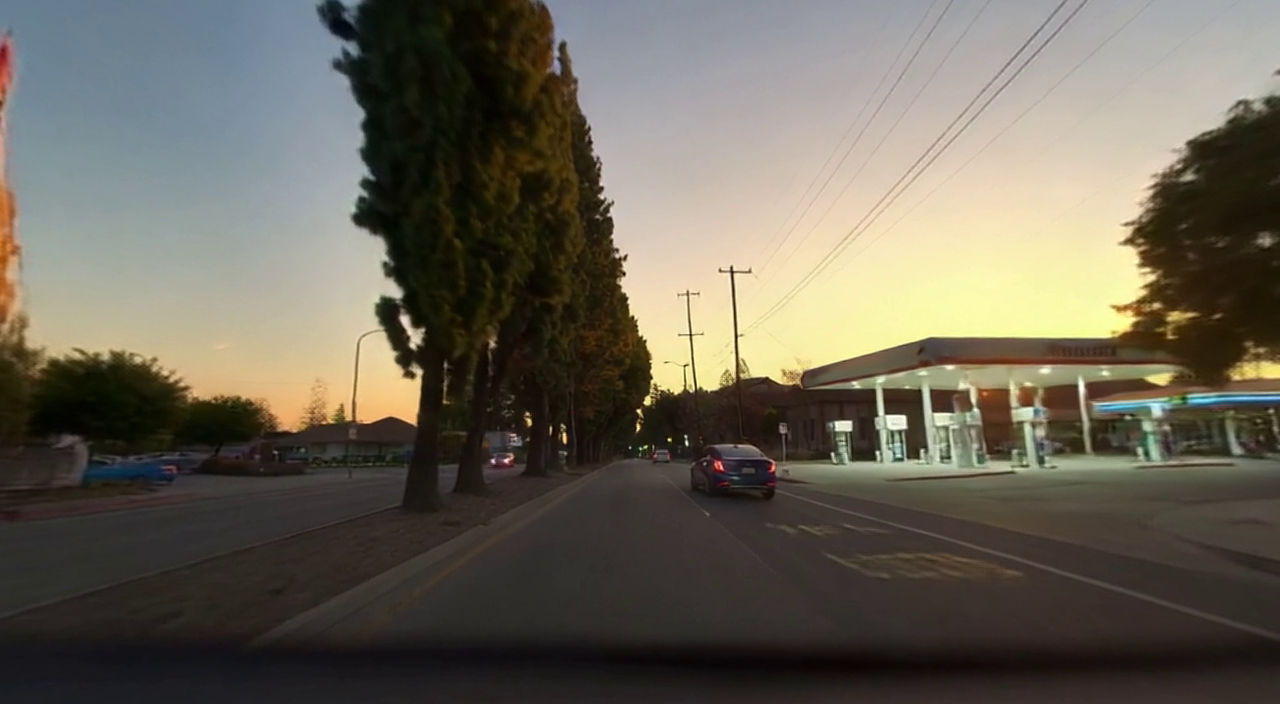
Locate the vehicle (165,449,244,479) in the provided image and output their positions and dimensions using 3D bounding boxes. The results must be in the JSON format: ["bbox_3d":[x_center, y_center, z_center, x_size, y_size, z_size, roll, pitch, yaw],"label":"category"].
[{"bbox_3d":[-29.902,7.684,43.609,2.116,1.874,4.709,0,-9,-1],"label":"vehicle"}]

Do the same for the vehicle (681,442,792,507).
[{"bbox_3d":[2.377,3.155,16.810,2.061,1.475,4.296,0,-9,-3],"label":"vehicle"}]

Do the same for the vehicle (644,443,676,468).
[{"bbox_3d":[1.537,8.099,49.822,2.115,1.840,4.777,0,-9,-3],"label":"vehicle"}]

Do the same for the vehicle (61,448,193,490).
[{"bbox_3d":[-24.544,5.569,30.548,2.082,1.829,5.094,0,-9,-1],"label":"vehicle"}]
